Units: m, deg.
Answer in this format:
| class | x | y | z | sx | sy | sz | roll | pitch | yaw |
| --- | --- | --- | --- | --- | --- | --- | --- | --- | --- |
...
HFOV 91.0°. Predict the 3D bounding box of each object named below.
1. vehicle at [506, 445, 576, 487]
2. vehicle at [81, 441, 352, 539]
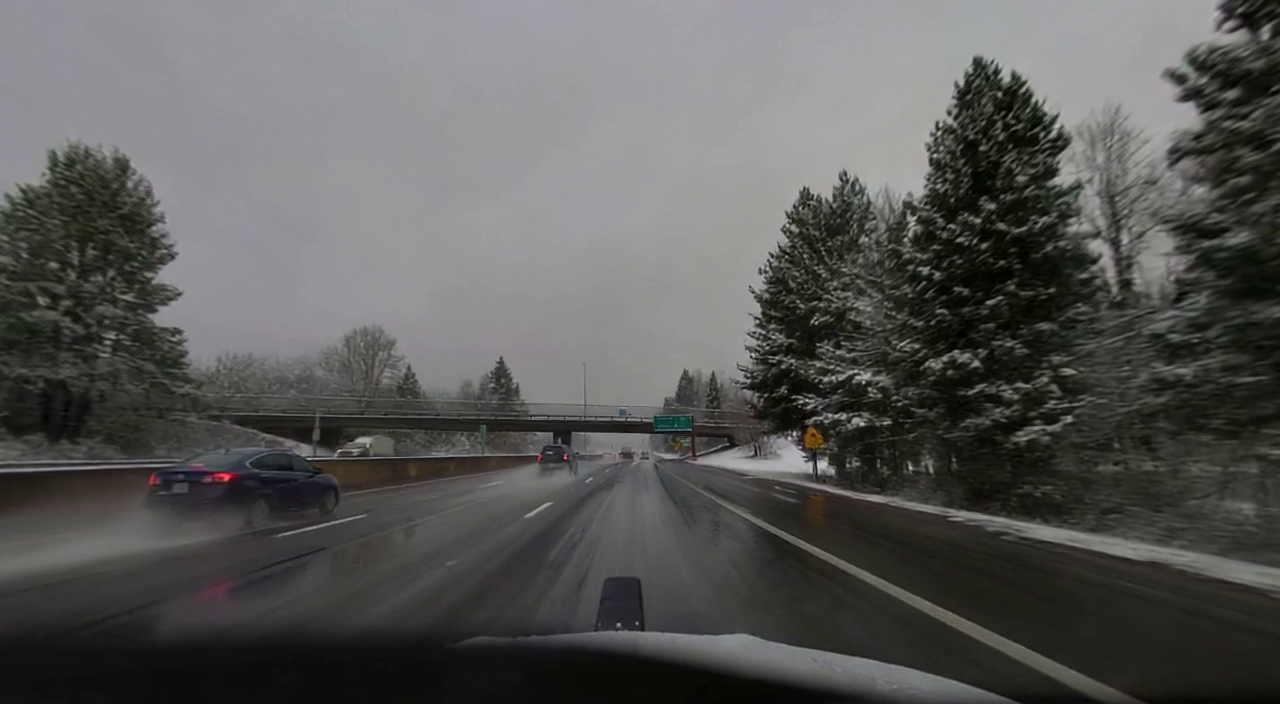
| class | x | y | z | sx | sy | sz | roll | pitch | yaw |
| --- | --- | --- | --- | --- | --- | --- | --- | --- | --- |
| vehicle | -4.062 | 4.772 | 26.672 | 2.102 | 1.571 | 4.666 | 0 | -9 | 1 |
| vehicle | -7.691 | 2.513 | 12.201 | 2.002 | 1.507 | 4.631 | 0 | -9 | 0 |
